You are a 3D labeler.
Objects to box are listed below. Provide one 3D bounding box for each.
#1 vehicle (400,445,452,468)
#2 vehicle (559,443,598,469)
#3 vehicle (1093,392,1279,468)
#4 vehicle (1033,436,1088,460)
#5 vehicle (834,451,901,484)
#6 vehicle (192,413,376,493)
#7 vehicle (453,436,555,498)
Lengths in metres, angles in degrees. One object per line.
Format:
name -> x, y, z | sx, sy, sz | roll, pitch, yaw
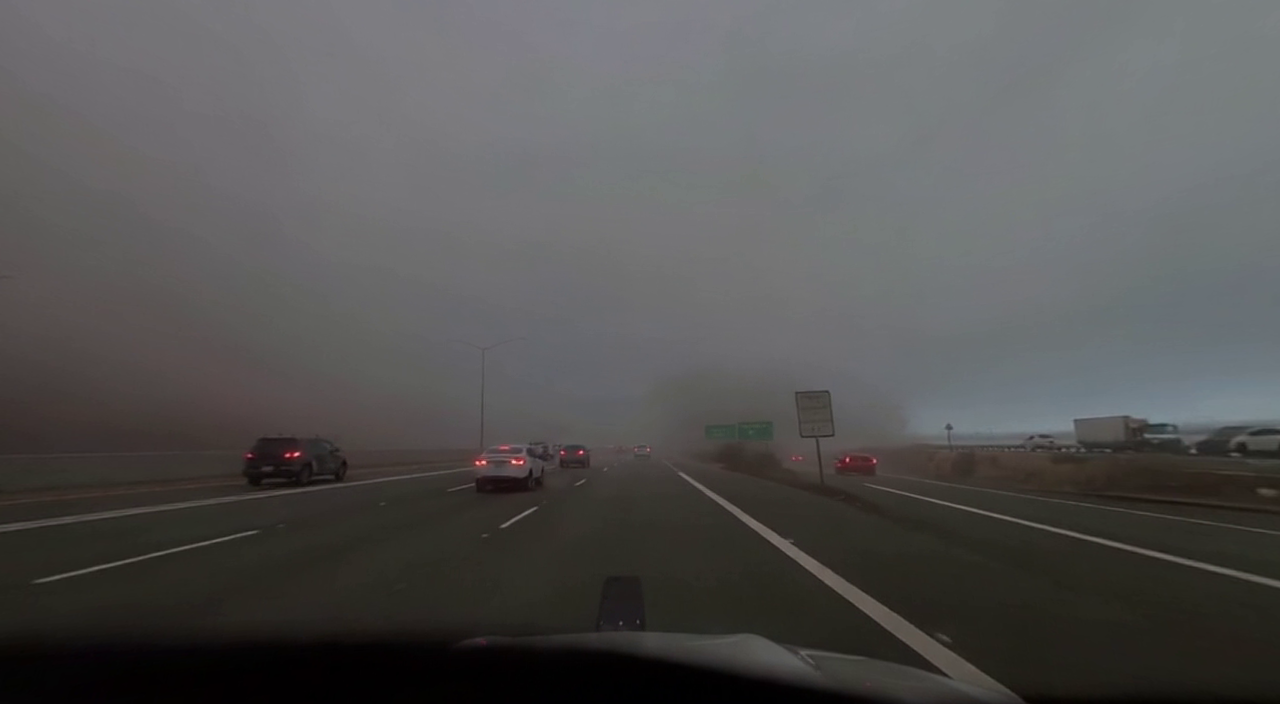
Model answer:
vehicle -> -14.822, 7.227, 43.832 | 1.977, 1.501, 4.455 | 0, -9, 2
vehicle -> -4.339, 7.421, 45.113 | 2.107, 1.787, 4.685 | 0, -9, 2
vehicle -> 31.500, 4.710, 36.795 | 3.997, 3.685, 10.600 | -3, -9, 12
vehicle -> 32.260, 7.367, 48.441 | 1.998, 1.732, 4.432 | -2, -9, 13
vehicle -> 11.823, 6.013, 33.079 | 2.153, 1.510, 4.646 | -1, -9, 6
vehicle -> -11.082, 3.239, 20.358 | 2.442, 2.191, 5.760 | 0, -9, 1
vehicle -> -4.084, 3.544, 19.809 | 2.132, 1.708, 4.571 | 0, -9, 1
